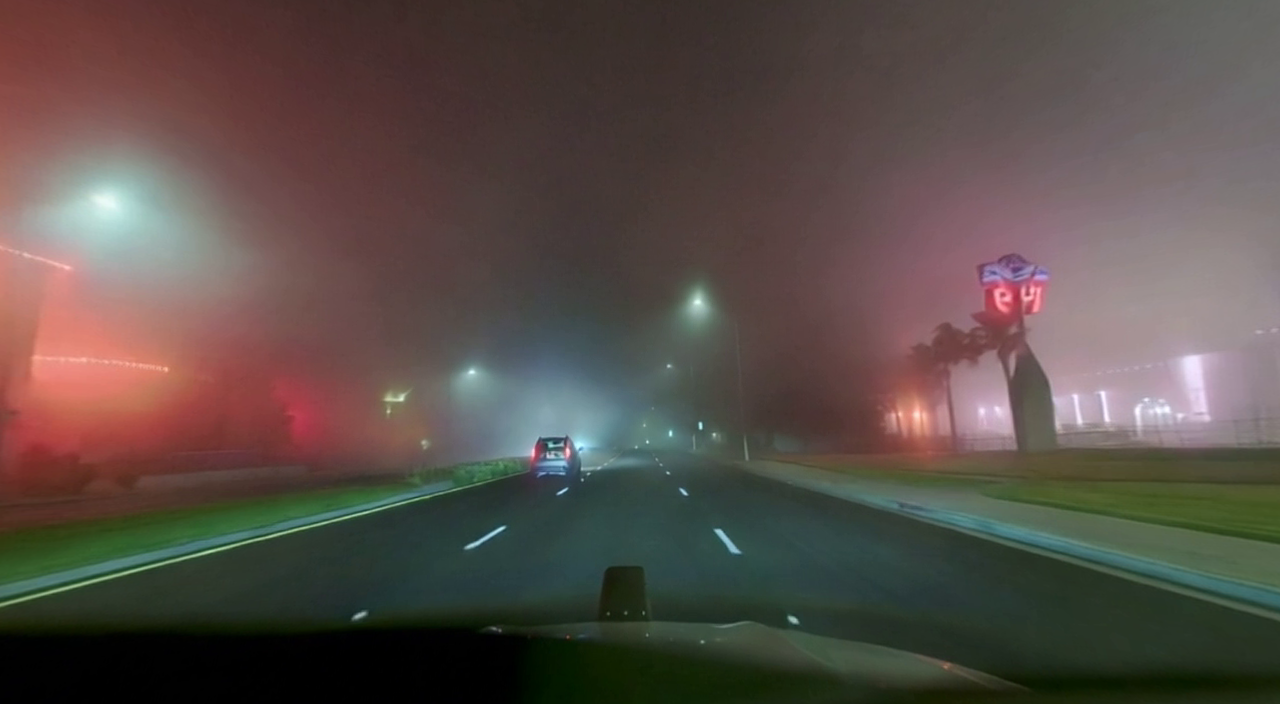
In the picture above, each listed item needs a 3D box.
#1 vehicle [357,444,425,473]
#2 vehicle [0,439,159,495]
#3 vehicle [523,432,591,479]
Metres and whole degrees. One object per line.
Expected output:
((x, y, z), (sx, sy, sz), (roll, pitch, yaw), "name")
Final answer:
((-14.264, 6.120, 36.453), (2.075, 1.526, 4.403), (0, -9, 1), "vehicle")
((-22.455, 4.511, 24.798), (2.452, 1.859, 5.964), (-3, -9, -1), "vehicle")
((-3.237, 4.161, 25.576), (2.062, 1.693, 4.669), (0, -9, 1), "vehicle")
